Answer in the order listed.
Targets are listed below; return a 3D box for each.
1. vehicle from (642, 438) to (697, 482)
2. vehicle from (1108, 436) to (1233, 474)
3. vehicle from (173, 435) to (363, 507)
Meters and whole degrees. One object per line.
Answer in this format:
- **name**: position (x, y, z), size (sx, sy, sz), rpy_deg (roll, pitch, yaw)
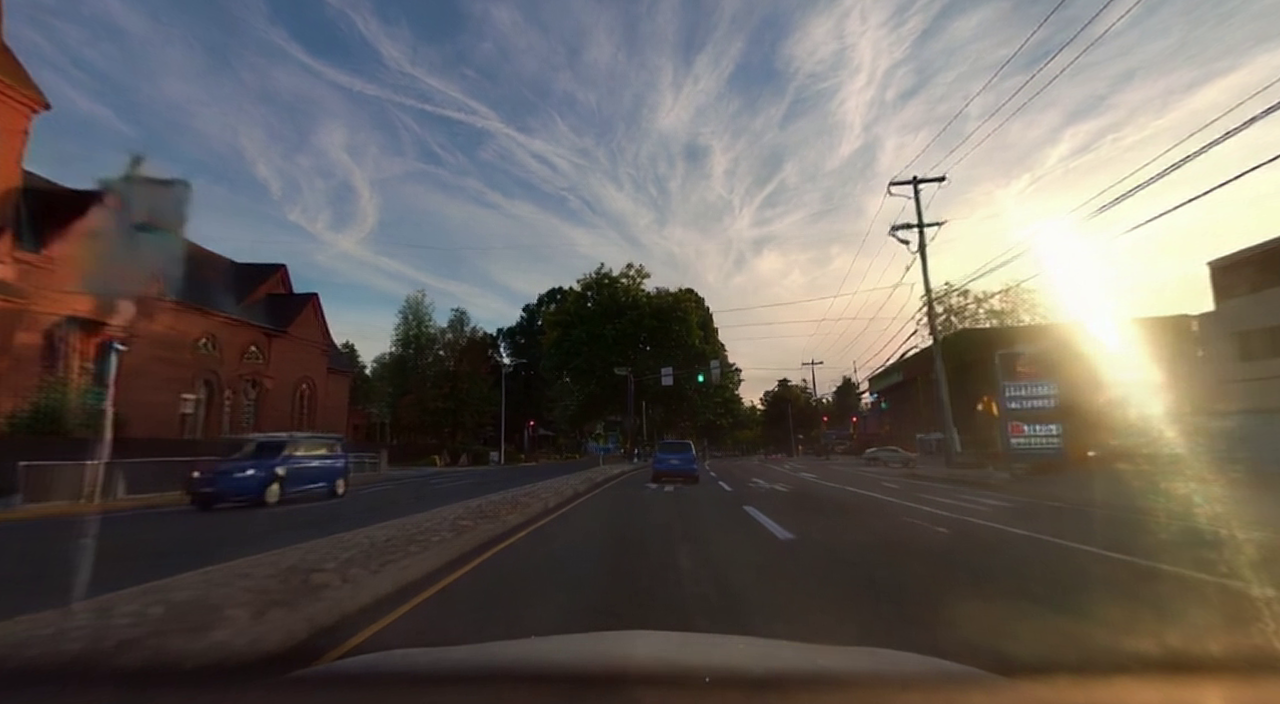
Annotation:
- **vehicle**: position (1.250, 4.373, 25.725), size (2.032, 1.621, 4.082), rpy_deg (-1, -9, 4)
- **vehicle**: position (25.639, 4.973, 30.588), size (4.510, 1.733, 2.066), rpy_deg (1, -9, -10)
- **vehicle**: position (-10.823, 3.481, 18.987), size (2.159, 1.850, 4.944), rpy_deg (-2, -9, 9)
